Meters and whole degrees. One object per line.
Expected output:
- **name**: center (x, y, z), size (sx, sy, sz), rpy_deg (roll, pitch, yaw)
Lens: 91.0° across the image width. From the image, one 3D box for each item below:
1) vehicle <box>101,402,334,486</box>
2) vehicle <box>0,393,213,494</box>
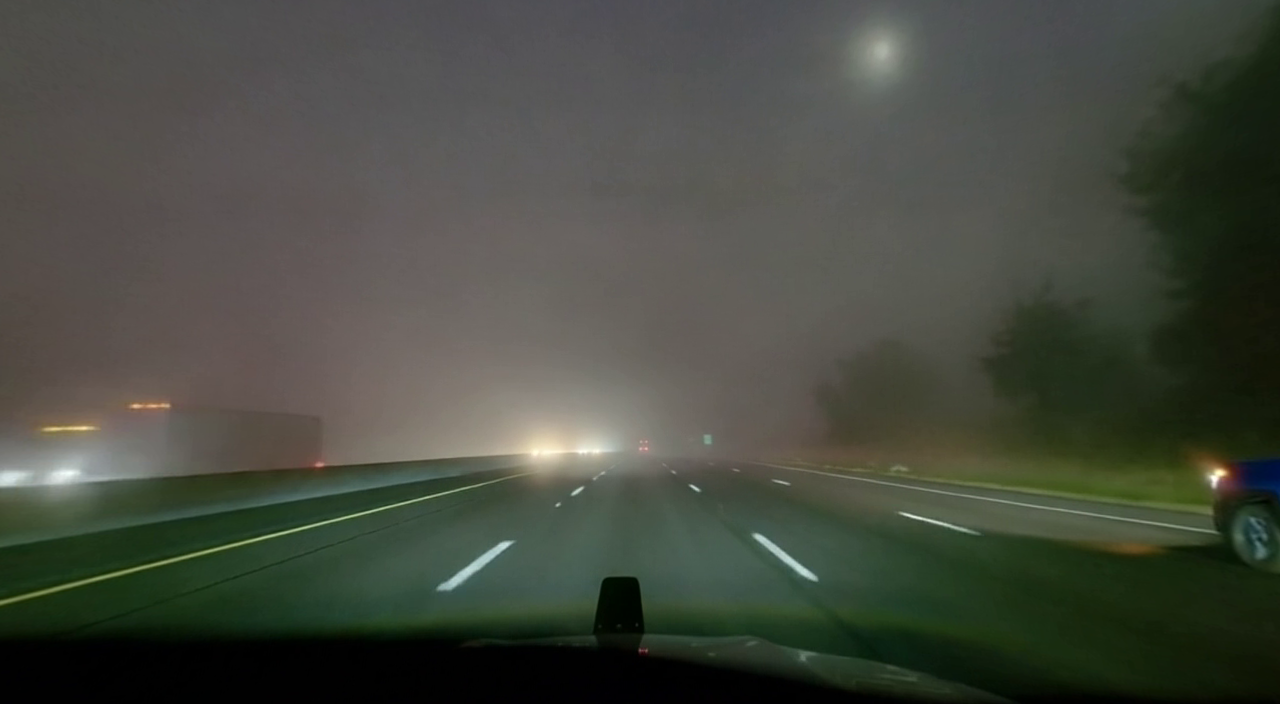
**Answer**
- **vehicle**: center (-24.980, 5.799, 39.558), size (2.942, 4.171, 16.450), rpy_deg (0, -9, 1)
- **vehicle**: center (-25.223, 4.359, 29.907), size (3.014, 4.004, 9.270), rpy_deg (0, -9, 2)
